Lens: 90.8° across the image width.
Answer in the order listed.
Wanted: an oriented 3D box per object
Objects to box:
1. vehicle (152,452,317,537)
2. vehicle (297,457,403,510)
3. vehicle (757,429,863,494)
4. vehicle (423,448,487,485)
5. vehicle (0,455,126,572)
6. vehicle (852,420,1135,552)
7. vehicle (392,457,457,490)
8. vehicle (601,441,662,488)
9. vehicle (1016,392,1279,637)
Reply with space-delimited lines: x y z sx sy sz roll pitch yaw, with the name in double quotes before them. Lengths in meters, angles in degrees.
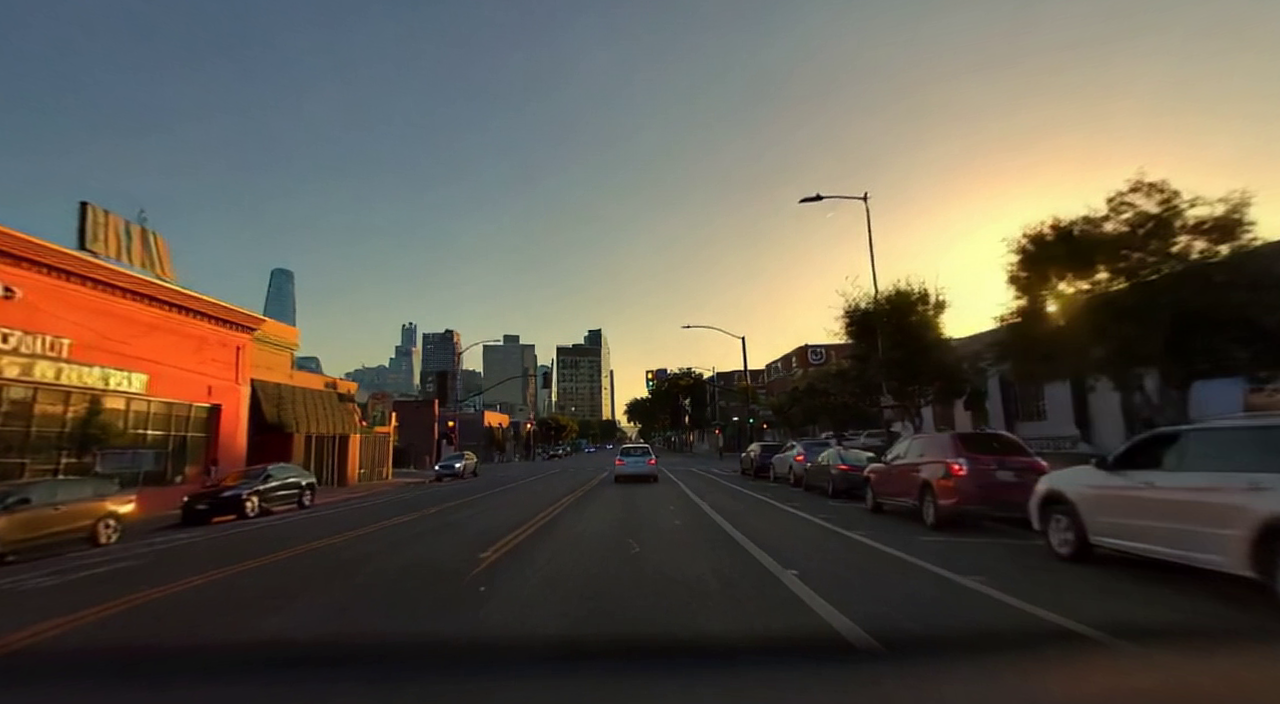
"vehicle" -11.419 3.949 18.250 1.872 1.731 4.656 -4 -6 -2
"vehicle" -11.213 5.074 24.831 1.920 1.498 4.591 -5 -6 2
"vehicle" 5.666 3.731 21.837 2.201 1.972 4.845 0 -9 -1
"vehicle" -11.380 7.047 39.365 2.240 2.052 5.872 0 -9 0
"vehicle" -11.207 2.769 10.335 2.055 1.685 4.370 -5 -6 -1
"vehicle" 5.823 2.261 11.504 1.957 1.806 5.369 0 -9 -1
"vehicle" -11.203 6.334 33.148 1.868 1.502 4.626 0 -9 -1
"vehicle" -0.319 4.179 23.740 2.086 1.575 4.205 0 -9 -1
"vehicle" 5.702 1.320 5.492 1.950 1.788 4.658 0 -9 0
